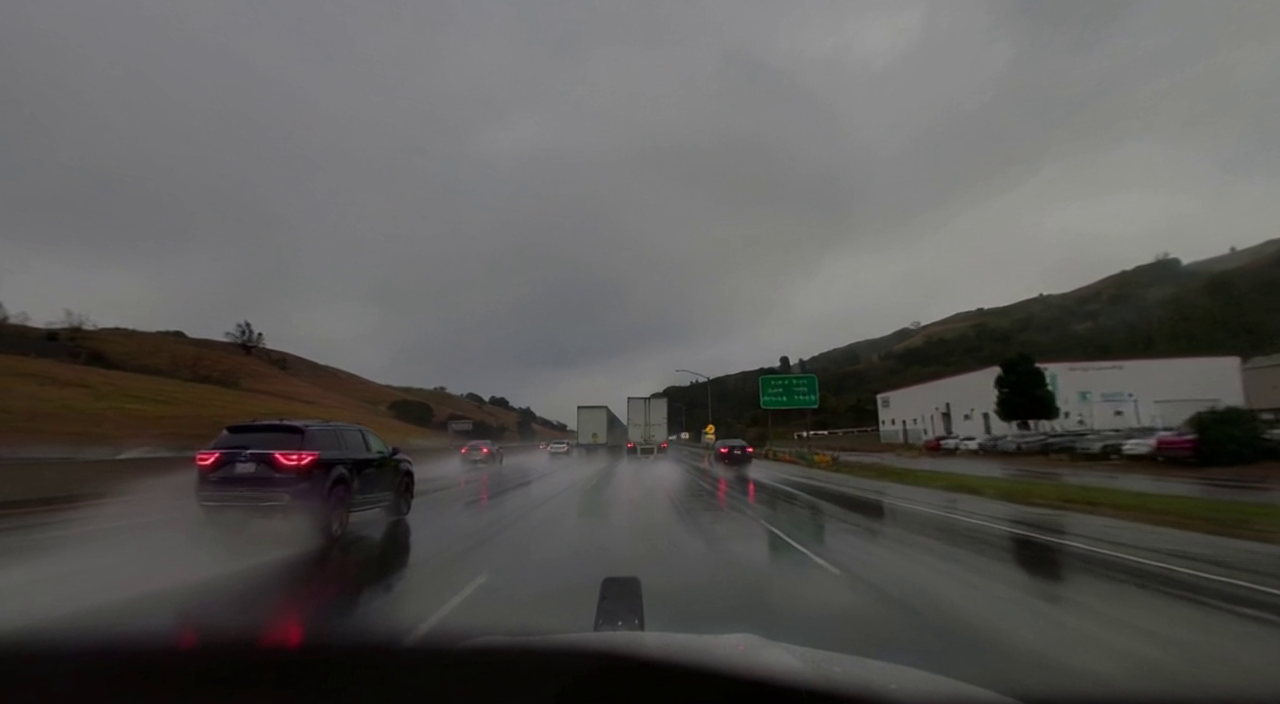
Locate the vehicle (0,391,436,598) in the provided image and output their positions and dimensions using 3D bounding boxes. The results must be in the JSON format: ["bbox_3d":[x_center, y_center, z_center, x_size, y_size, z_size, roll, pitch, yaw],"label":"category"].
[{"bbox_3d":[-4.345,1.537,7.662,2.122,1.754,4.379,0,-9,2],"label":"vehicle"}]

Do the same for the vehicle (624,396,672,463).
[{"bbox_3d":[0.507,5.580,44.383,2.969,4.104,10.906,0,-9,0],"label":"vehicle"}]

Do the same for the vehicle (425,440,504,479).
[{"bbox_3d":[-7.172,4.403,26.242,1.891,1.460,4.506,0,-8,1],"label":"vehicle"}]

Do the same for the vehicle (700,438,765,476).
[{"bbox_3d":[3.749,4.356,26.366,2.006,1.452,4.246,0,-9,-1],"label":"vehicle"}]
